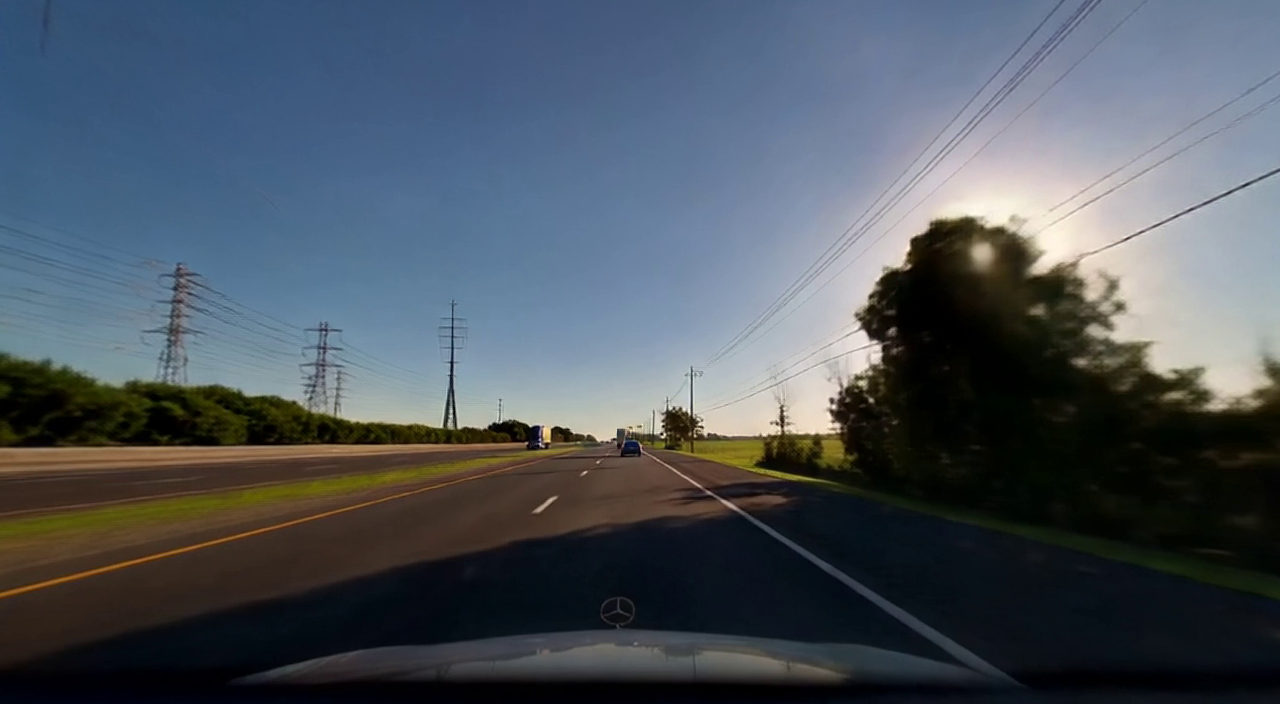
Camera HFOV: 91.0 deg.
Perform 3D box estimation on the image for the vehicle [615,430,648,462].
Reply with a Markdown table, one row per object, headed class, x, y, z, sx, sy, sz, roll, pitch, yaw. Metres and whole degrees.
| class | x | y | z | sx | sy | sz | roll | pitch | yaw |
| --- | --- | --- | --- | --- | --- | --- | --- | --- | --- |
| vehicle | -0.659 | 6.651 | 44.783 | 2.240 | 2.129 | 4.480 | 0 | -8 | -2 |
